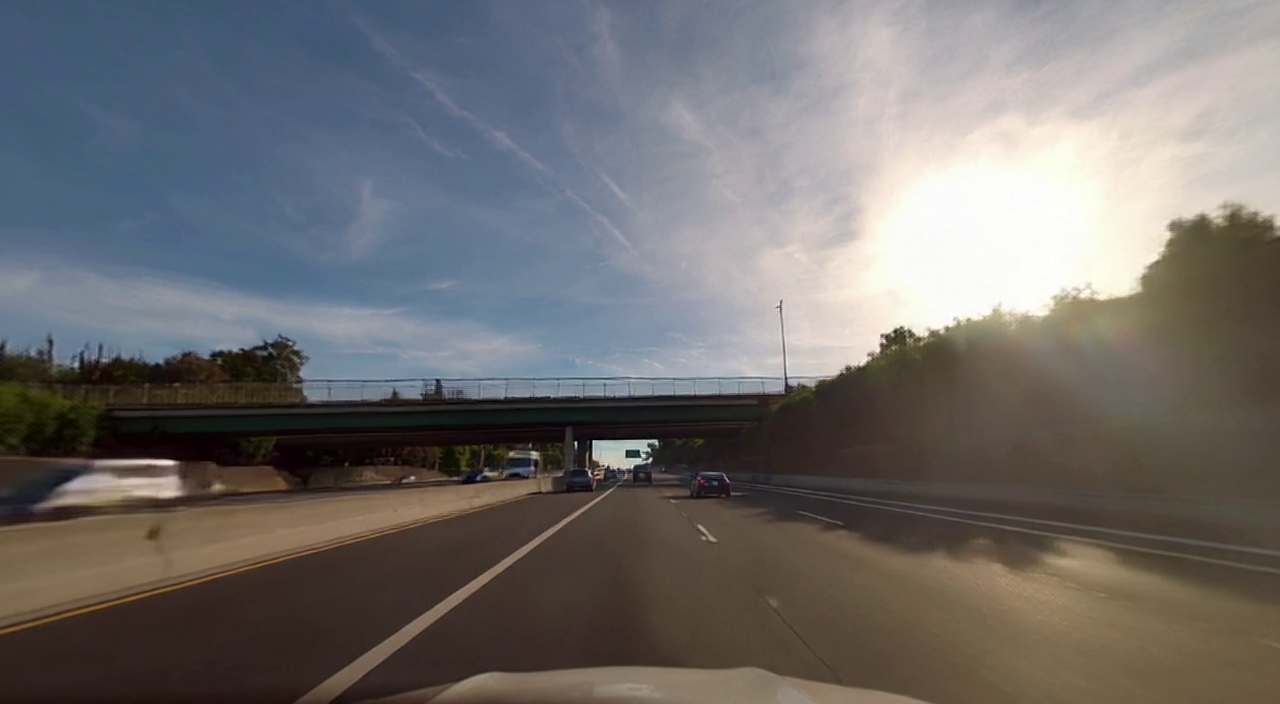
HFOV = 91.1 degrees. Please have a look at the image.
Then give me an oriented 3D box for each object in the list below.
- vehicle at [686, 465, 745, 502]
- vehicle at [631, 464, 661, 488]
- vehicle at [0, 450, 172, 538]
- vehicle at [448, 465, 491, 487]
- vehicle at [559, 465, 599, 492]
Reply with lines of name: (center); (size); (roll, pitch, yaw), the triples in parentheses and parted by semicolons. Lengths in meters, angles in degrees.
vehicle: (3.362, 6.001, 28.959); (2.092, 1.518, 4.348); (1, -10, -1)
vehicle: (0.431, 9.432, 48.043); (2.181, 1.698, 4.056); (1, -10, 0)
vehicle: (-13.275, 3.109, 14.139); (1.934, 1.661, 4.526); (1, -10, 0)
vehicle: (-13.437, 9.803, 49.762); (2.033, 1.615, 4.542); (1, -10, 1)
vehicle: (-3.652, 7.672, 38.246); (1.975, 1.486, 3.903); (1, -10, 0)
